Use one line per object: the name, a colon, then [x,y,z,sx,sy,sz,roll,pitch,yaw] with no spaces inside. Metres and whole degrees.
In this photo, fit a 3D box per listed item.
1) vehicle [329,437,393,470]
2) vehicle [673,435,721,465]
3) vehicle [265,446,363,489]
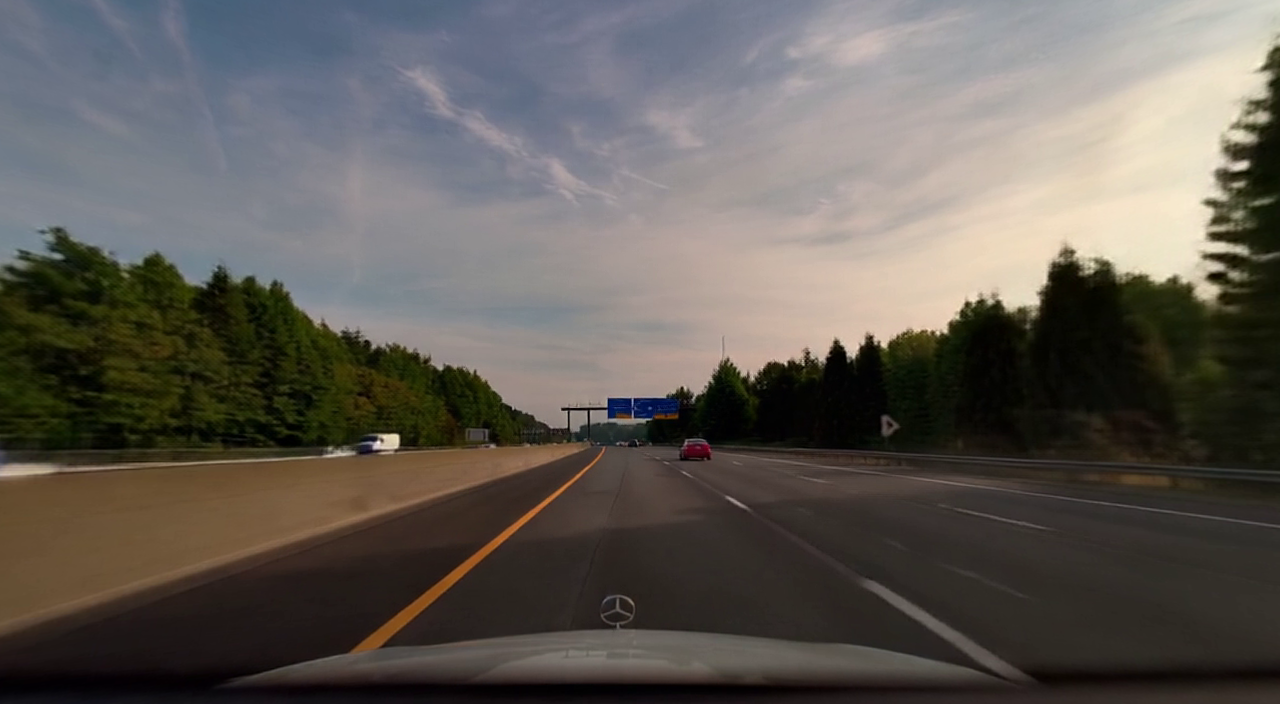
vehicle: [-17.620,6.376,39.993,2.003,1.981,4.635,0,-8,-1]
vehicle: [2.998,5.251,33.956,1.958,1.526,4.227,1,-8,-3]
vehicle: [-12.719,4.502,24.841,1.966,1.488,3.645,0,-8,-2]
